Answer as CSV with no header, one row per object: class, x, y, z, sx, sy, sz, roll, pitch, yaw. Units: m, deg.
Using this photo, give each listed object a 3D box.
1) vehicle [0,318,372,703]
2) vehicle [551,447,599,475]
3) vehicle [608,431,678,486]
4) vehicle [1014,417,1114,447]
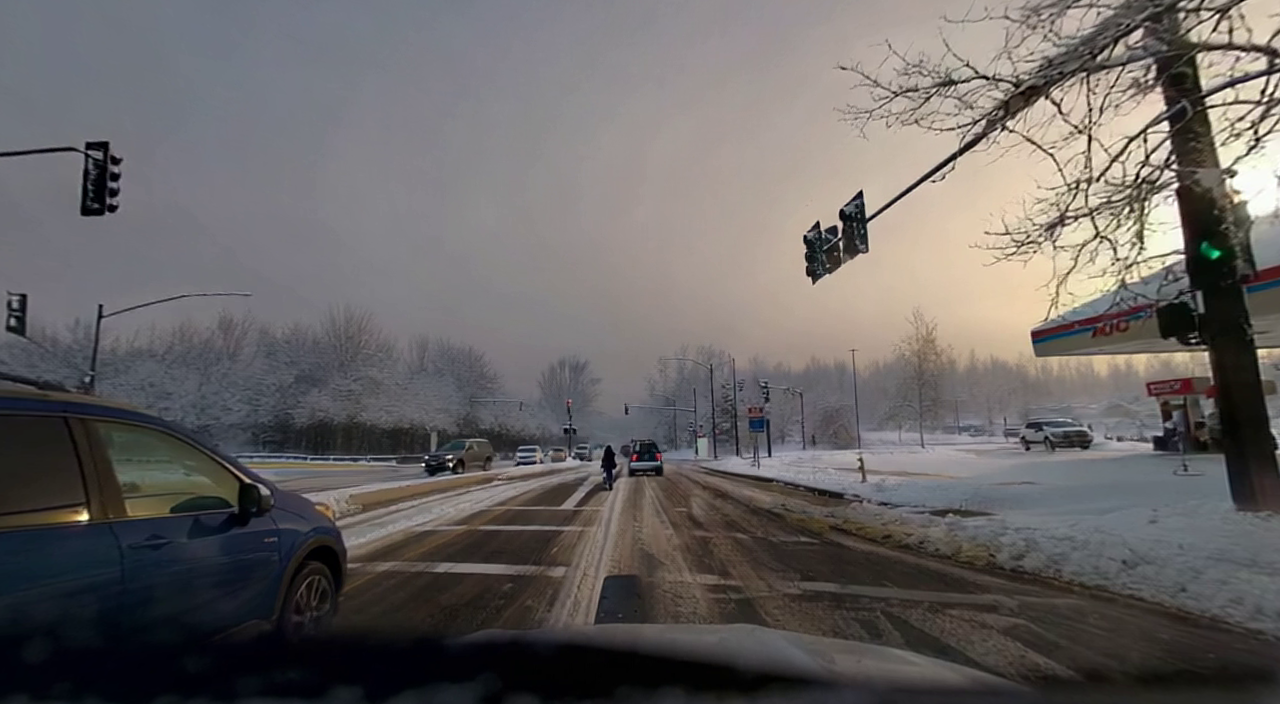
vehicle,-3.104,0.805,2.156,2.247,1.734,4.919,0,-8,-1
vehicle,-3.668,6.293,36.584,2.192,1.458,4.594,0,-8,1
vehicle,0.050,4.314,25.856,2.552,1.999,5.498,0,-8,-1
vehicle,28.315,5.392,42.177,5.102,1.893,2.120,0,-9,-1
